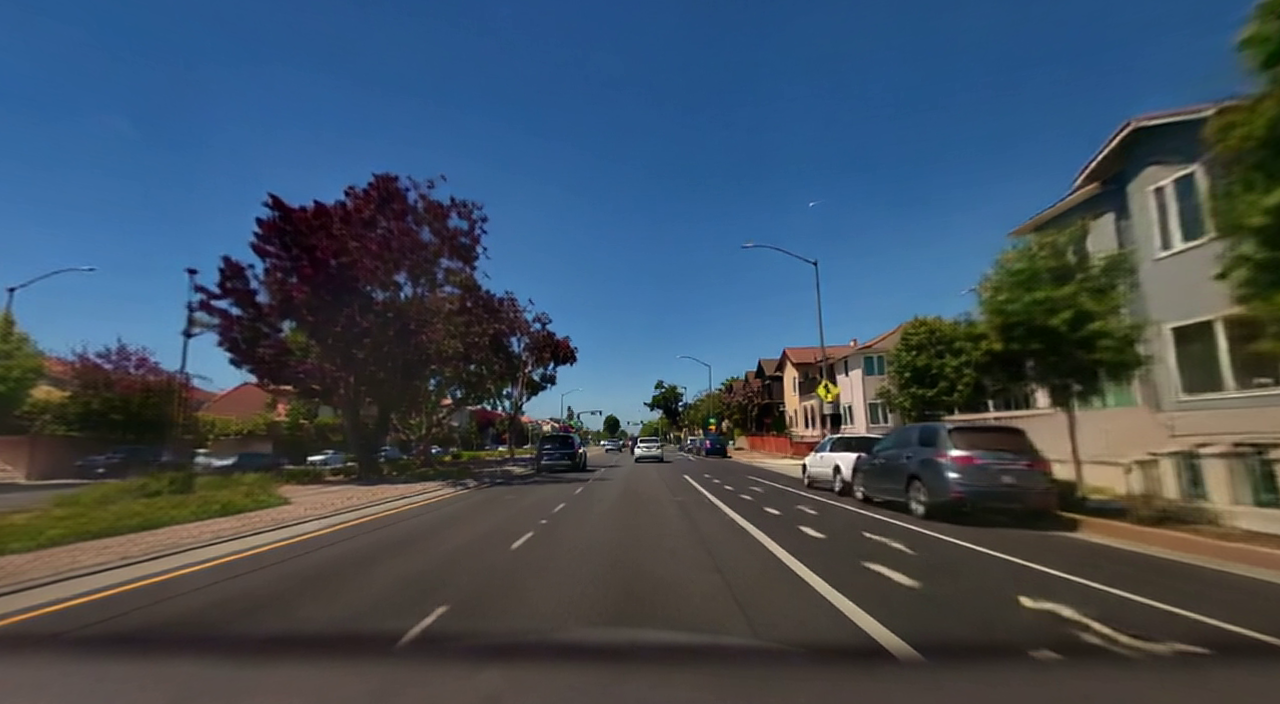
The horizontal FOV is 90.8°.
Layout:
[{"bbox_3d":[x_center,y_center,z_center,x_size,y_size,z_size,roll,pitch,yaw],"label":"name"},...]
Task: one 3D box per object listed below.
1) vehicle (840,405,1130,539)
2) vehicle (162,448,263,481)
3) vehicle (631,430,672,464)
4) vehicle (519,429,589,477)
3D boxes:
[{"bbox_3d":[5.804,2.118,11.859,2.217,1.874,5.660,0,-8,0],"label":"vehicle"},{"bbox_3d":[-19.750,5.176,29.435,1.739,1.397,4.268,0,-8,0],"label":"vehicle"},{"bbox_3d":[0.661,5.714,38.041,2.273,1.851,5.075,0,-8,0],"label":"vehicle"},{"bbox_3d":[-3.436,4.167,26.172,2.233,1.775,4.491,0,-8,1],"label":"vehicle"}]
